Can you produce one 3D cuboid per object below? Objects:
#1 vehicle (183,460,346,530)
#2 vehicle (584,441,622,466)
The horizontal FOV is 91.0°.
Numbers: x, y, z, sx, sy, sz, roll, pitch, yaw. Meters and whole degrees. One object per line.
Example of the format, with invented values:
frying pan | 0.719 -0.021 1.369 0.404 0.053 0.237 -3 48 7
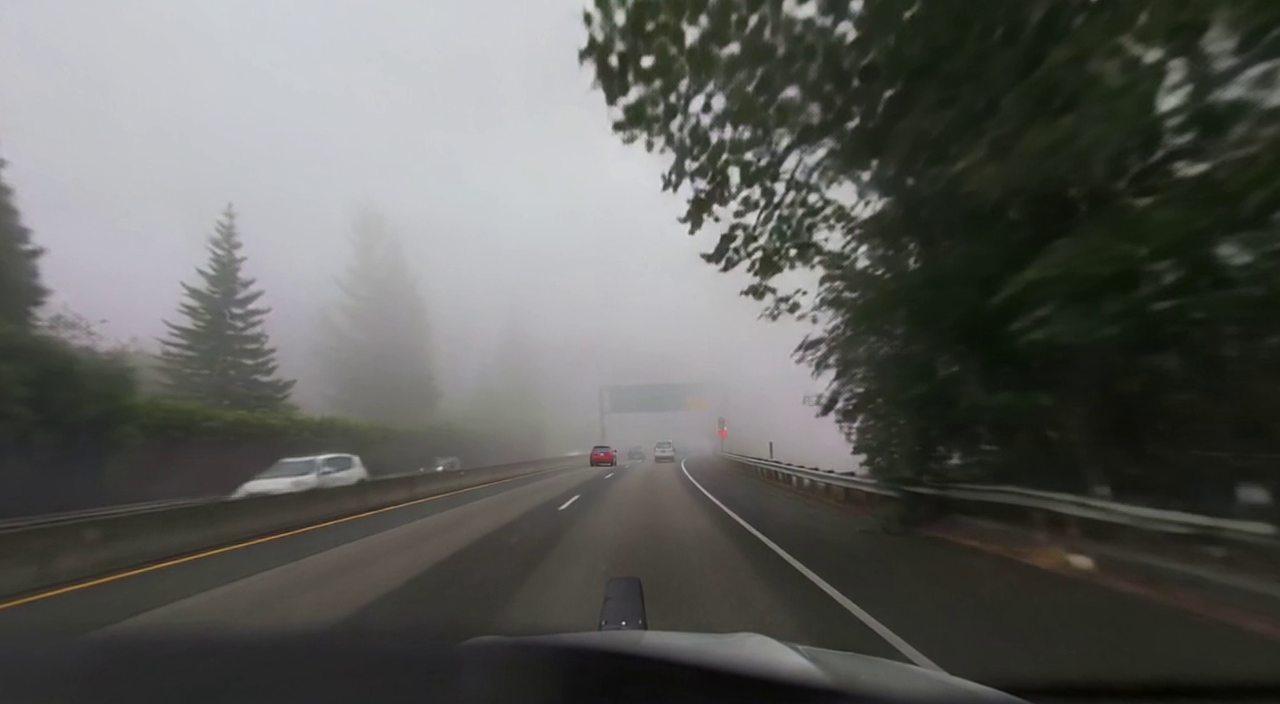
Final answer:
vehicle | -10.596 4.025 18.234 1.931 1.645 4.338 0 -8 1
vehicle | -2.362 6.620 41.177 1.985 1.518 3.847 -1 -8 4
